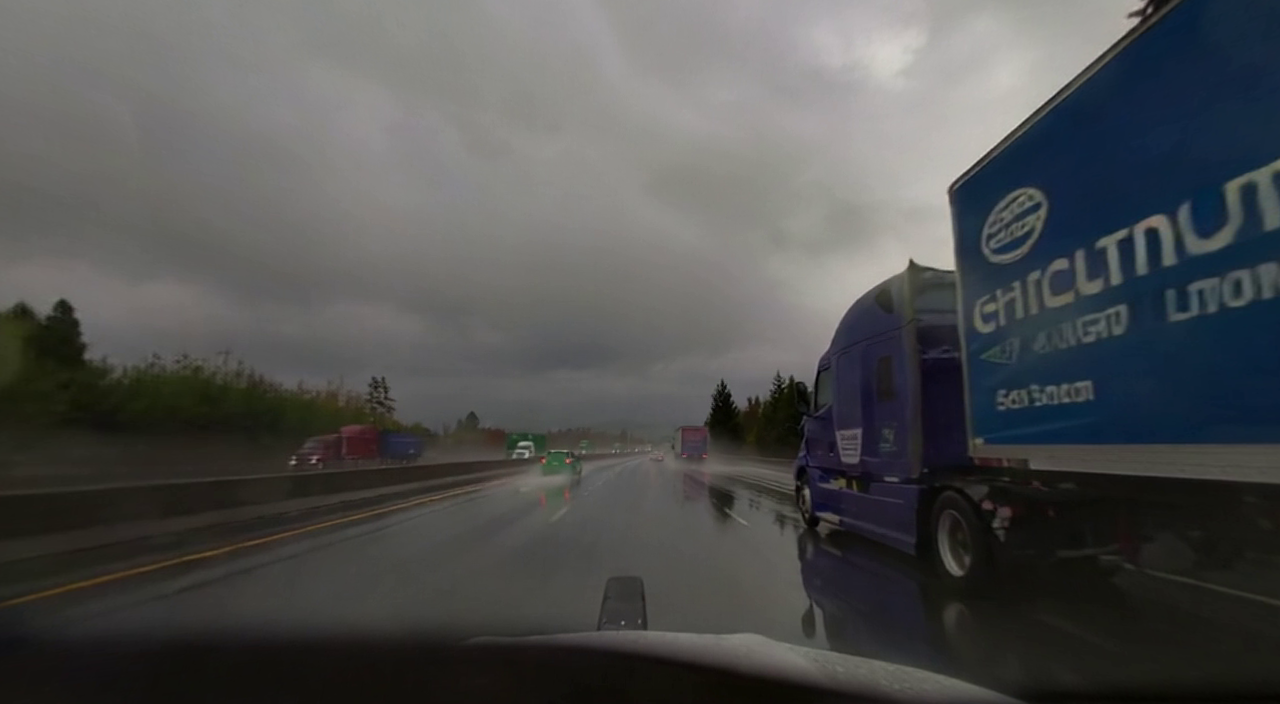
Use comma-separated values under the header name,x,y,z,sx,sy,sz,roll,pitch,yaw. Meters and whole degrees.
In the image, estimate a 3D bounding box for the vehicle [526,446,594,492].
name,x,y,z,sx,sy,sz,roll,pitch,yaw
vehicle,-2.969,4.441,24.323,1.960,1.579,4.384,0,-9,1

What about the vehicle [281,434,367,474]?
name,x,y,z,sx,sy,sz,roll,pitch,yaw
vehicle,-22.288,7.261,44.816,2.614,2.602,6.122,0,-9,3

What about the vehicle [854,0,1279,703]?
name,x,y,z,sx,sy,sz,roll,pitch,yaw
vehicle,4.549,-0.390,1.854,2.858,3.952,13.731,0,-9,-1
